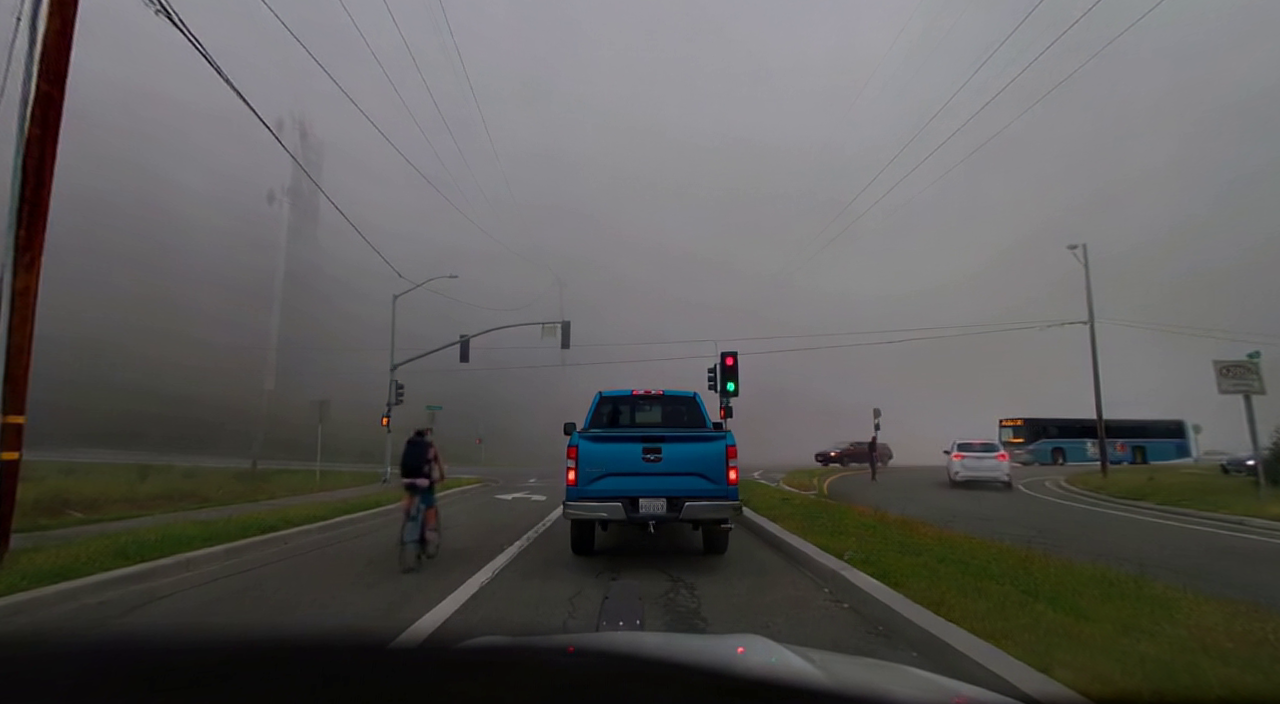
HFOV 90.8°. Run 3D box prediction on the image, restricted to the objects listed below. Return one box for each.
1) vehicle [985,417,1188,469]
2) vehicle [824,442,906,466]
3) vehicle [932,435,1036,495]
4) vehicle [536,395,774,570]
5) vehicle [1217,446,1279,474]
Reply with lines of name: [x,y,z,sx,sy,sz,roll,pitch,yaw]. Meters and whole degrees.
vehicle: [28.902,5.953,41.292,10.726,3.128,3.003,-1,-8,1]
vehicle: [14.621,6.653,41.281,4.578,1.490,1.935,-1,-8,2]
vehicle: [9.790,3.201,18.346,2.060,1.496,4.520,-4,-9,22]
vehicle: [0.128,1.888,10.026,2.707,1.964,5.485,0,-8,-1]
vehicle: [41.397,7.018,41.261,5.426,1.728,1.999,0,-8,-2]
